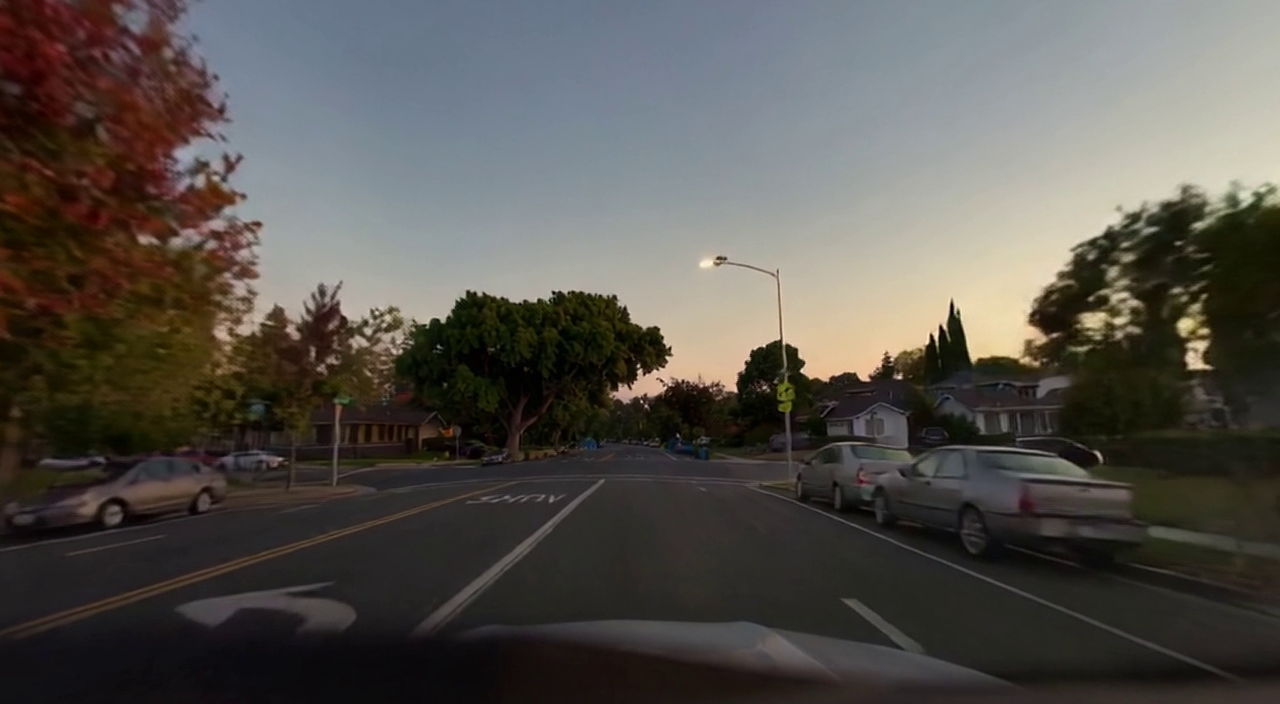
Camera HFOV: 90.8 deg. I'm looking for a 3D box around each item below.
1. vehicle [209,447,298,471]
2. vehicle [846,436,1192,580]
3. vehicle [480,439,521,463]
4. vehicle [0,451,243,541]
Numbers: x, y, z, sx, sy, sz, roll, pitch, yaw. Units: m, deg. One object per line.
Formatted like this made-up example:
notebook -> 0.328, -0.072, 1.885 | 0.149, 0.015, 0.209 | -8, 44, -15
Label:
vehicle -> -24.466, 6.770, 40.120 | 4.197, 1.431, 2.165 | 0, -8, 0
vehicle -> 4.695, 1.955, 8.889 | 2.196, 1.472, 4.426 | 0, -8, 1
vehicle -> -10.916, 7.776, 49.748 | 2.037, 1.755, 4.434 | 0, -8, 2
vehicle -> -10.845, 2.857, 13.258 | 1.949, 1.457, 4.581 | 0, -8, 1
